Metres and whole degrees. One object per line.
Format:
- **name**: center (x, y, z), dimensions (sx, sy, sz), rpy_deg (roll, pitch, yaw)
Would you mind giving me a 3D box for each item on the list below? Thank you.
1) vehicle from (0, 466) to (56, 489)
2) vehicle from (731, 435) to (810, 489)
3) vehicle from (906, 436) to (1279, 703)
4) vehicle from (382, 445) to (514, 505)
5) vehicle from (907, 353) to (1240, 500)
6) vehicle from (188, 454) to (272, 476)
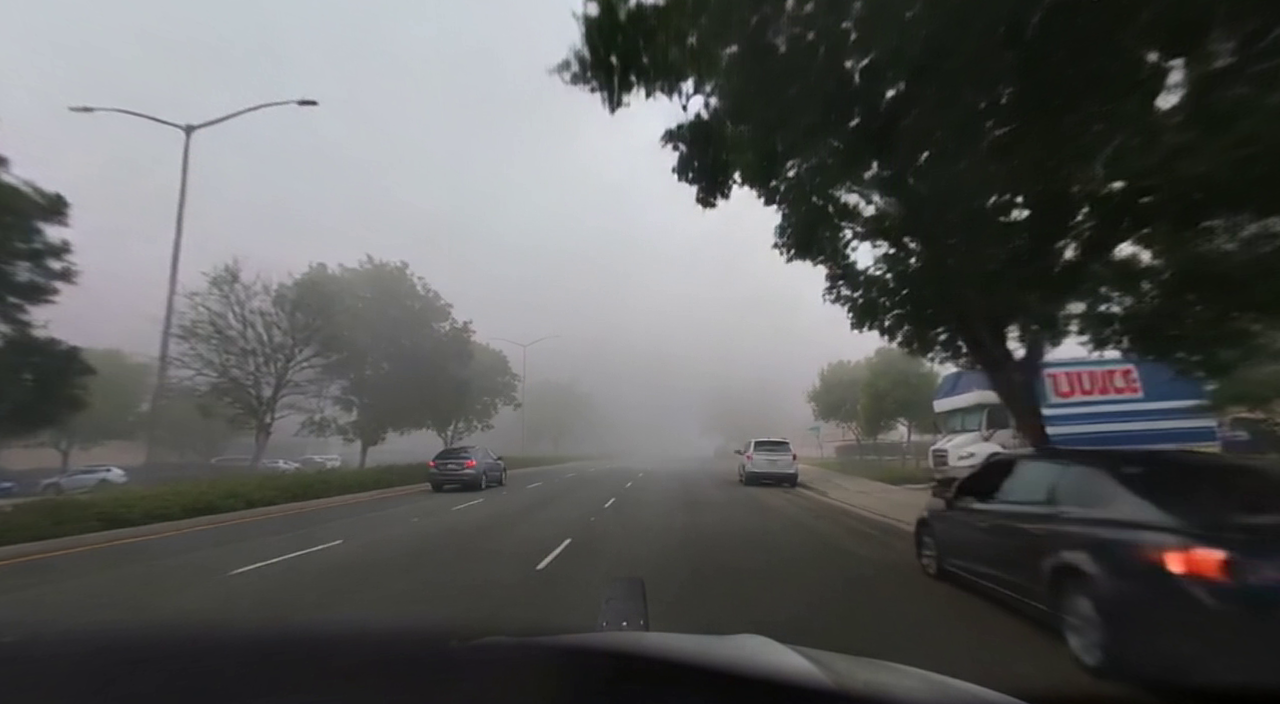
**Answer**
- **vehicle**: center (-43.083, 8.623, 43.024), dimensions (4.227, 1.397, 1.828), rpy_deg (-1, -10, -12)
- **vehicle**: center (4.547, 3.901, 22.700), dimensions (2.064, 1.697, 4.718), rpy_deg (0, -8, 3)
- **vehicle**: center (3.790, 1.356, 4.651), dimensions (1.849, 1.393, 4.377), rpy_deg (0, -8, 2)
- **vehicle**: center (-5.256, 3.403, 18.050), dimensions (2.060, 1.473, 4.645), rpy_deg (0, -8, 4)
- **vehicle**: center (11.701, 2.044, 17.434), dimensions (7.138, 3.310, 2.943), rpy_deg (-2, -9, -10)
- **vehicle**: center (-28.976, 7.999, 44.697), dimensions (4.481, 1.441, 1.960), rpy_deg (2, -9, -8)
